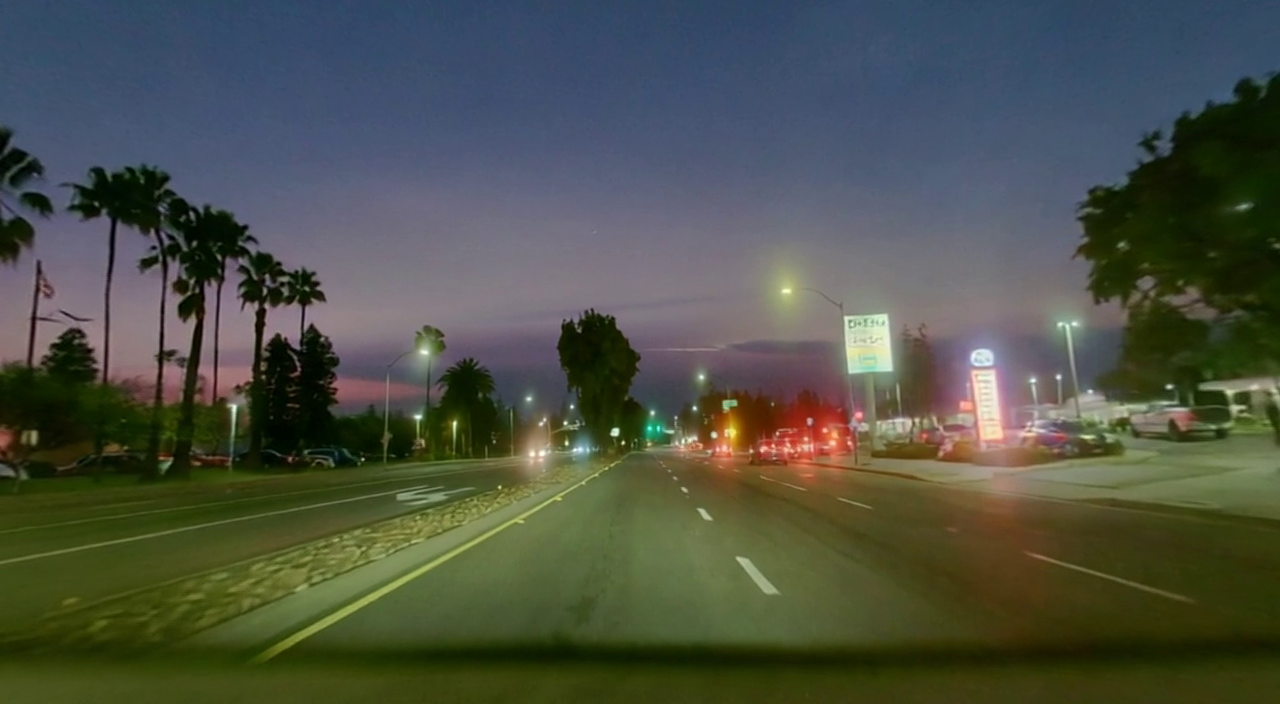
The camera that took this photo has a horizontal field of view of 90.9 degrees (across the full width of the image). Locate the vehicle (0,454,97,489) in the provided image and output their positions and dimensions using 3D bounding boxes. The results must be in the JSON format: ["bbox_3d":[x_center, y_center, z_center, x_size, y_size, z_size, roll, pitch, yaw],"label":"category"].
[{"bbox_3d":[-28.046,5.498,29.224,2.023,1.468,4.153,0,-10,0],"label":"vehicle"}]

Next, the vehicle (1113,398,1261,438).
[{"bbox_3d":[30.714,3.758,35.583,6.052,2.013,2.331,1,-11,1],"label":"vehicle"}]

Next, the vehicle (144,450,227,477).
[{"bbox_3d":[-28.501,6.965,39.744,2.067,1.563,4.043,0,-8,2],"label":"vehicle"}]

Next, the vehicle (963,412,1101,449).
[{"bbox_3d":[18.852,3.829,30.542,5.123,1.730,2.183,0,-8,3],"label":"vehicle"}]

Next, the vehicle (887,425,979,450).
[{"bbox_3d":[18.104,5.322,39.128,4.691,1.545,1.900,-1,-8,4],"label":"vehicle"}]
